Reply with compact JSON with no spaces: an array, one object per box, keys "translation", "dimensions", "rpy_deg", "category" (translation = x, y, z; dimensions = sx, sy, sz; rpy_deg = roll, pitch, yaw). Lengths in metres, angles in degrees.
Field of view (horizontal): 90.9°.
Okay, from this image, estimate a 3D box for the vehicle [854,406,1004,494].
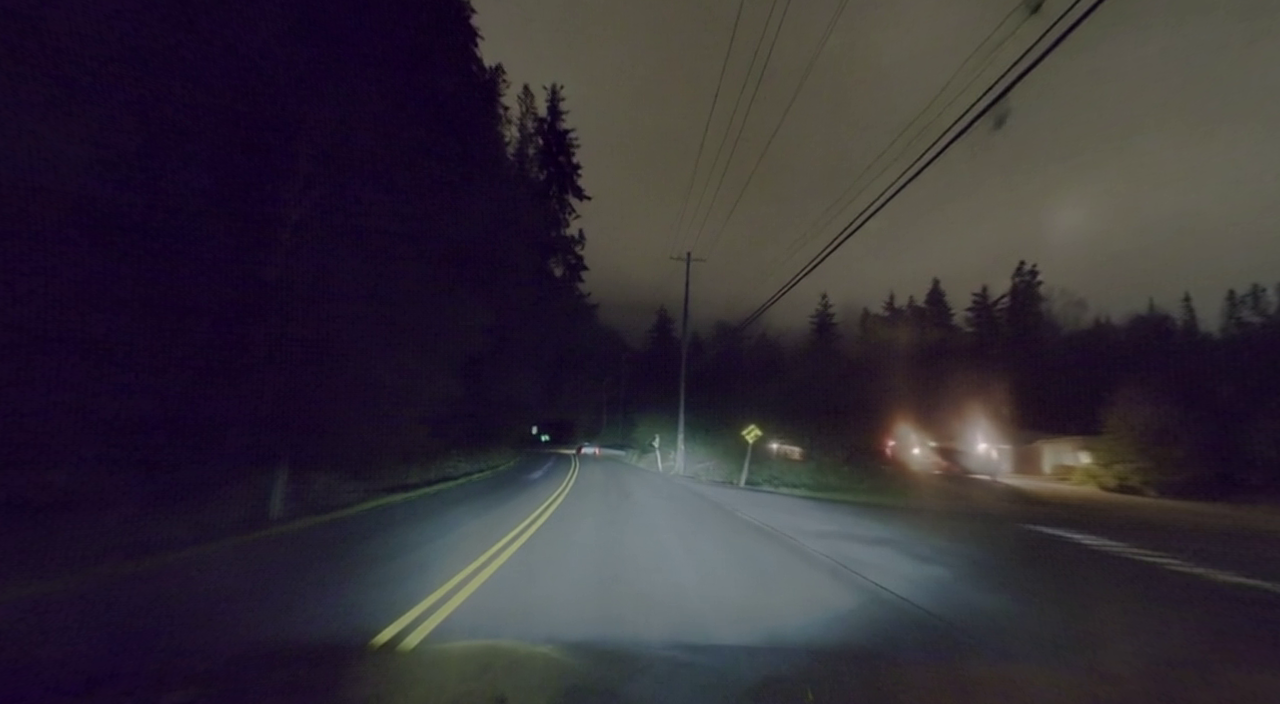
[{"translation":[12.829,4.350,28.103],"dimensions":[5.297,3.064,2.935],"rpy_deg":[10,-8,-15],"category":"vehicle"}]
